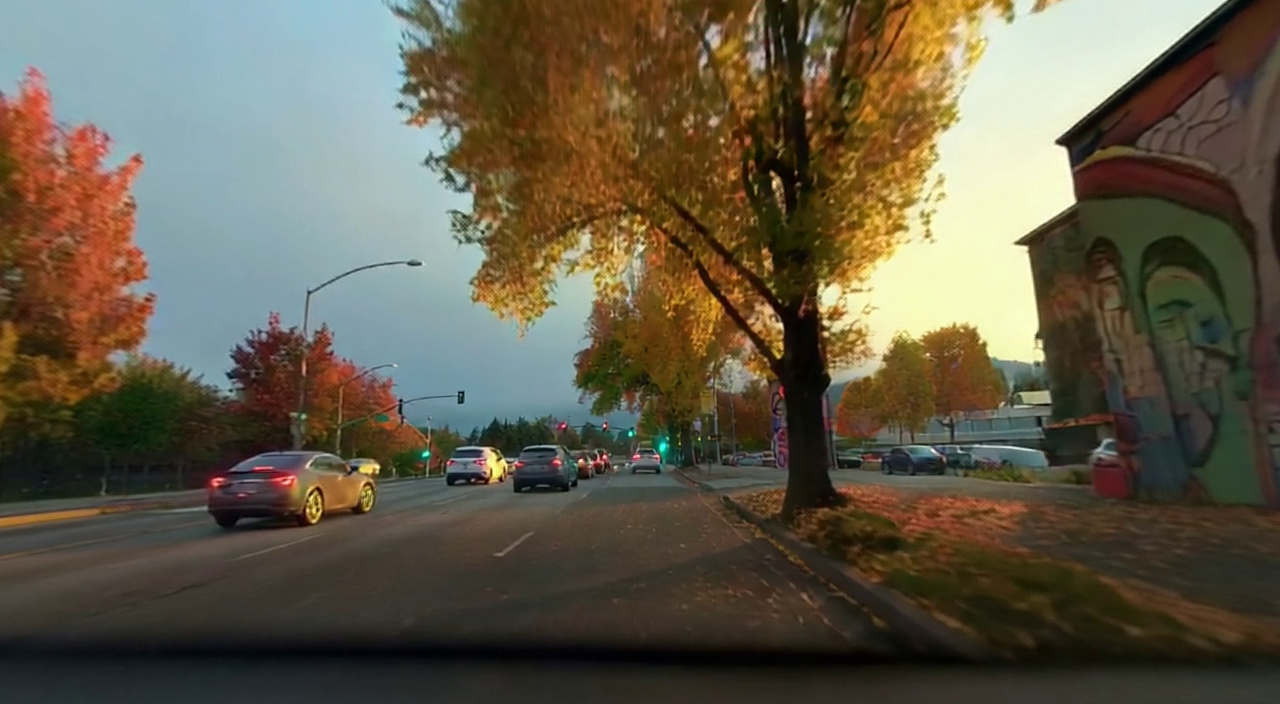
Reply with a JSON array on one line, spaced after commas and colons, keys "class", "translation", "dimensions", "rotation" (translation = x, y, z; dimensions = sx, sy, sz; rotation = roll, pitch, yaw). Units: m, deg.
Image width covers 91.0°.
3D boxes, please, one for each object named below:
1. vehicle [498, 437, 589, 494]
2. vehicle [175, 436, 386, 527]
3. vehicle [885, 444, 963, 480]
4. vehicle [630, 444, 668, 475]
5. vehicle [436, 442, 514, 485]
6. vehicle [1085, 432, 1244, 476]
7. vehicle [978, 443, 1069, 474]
[{"class": "vehicle", "translation": [-3.048, 3.729, 21.007], "dimensions": [2.165, 1.663, 4.513], "rotation": [0, -9, 2]}, {"class": "vehicle", "translation": [-7.323, 2.649, 13.465], "dimensions": [1.932, 1.596, 4.247], "rotation": [0, -9, 1]}, {"class": "vehicle", "translation": [14.193, 5.510, 31.827], "dimensions": [1.963, 1.703, 4.447], "rotation": [0, -9, 2]}, {"class": "vehicle", "translation": [0.537, 6.406, 37.718], "dimensions": [2.144, 1.704, 4.028], "rotation": [0, -9, 0]}, {"class": "vehicle", "translation": [-7.131, 4.851, 27.741], "dimensions": [2.069, 1.719, 4.441], "rotation": [0, -9, 2]}, {"class": "vehicle", "translation": [20.204, 3.953, 24.561], "dimensions": [1.899, 1.521, 4.410], "rotation": [2, -9, -13]}, {"class": "vehicle", "translation": [20.006, 5.570, 33.139], "dimensions": [1.938, 1.490, 4.750], "rotation": [0, -9, 2]}]
